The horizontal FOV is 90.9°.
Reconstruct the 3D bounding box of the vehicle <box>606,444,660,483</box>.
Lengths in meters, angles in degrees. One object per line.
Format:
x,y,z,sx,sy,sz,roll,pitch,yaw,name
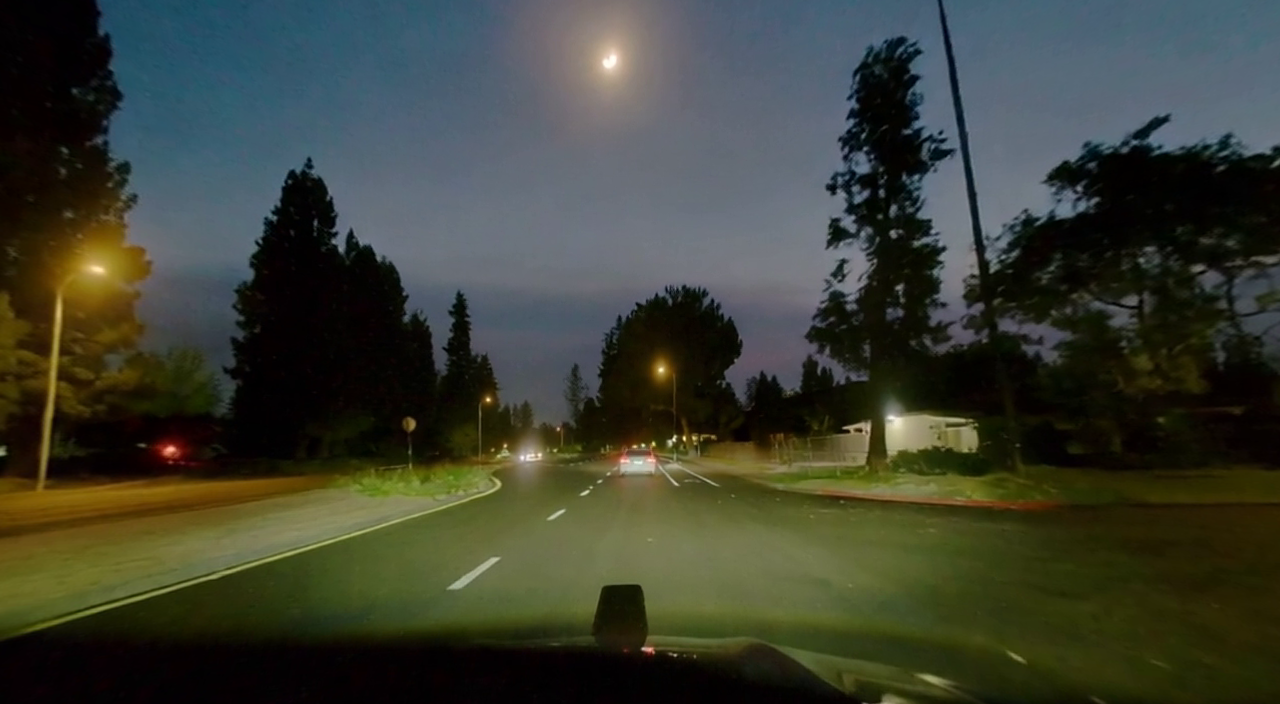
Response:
-0.237,4.469,25.632,2.009,1.456,4.003,0,-8,0,vehicle

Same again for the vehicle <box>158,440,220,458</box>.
-35.026,7.557,48.959,3.471,1.391,1.625,0,-9,-2,vehicle
